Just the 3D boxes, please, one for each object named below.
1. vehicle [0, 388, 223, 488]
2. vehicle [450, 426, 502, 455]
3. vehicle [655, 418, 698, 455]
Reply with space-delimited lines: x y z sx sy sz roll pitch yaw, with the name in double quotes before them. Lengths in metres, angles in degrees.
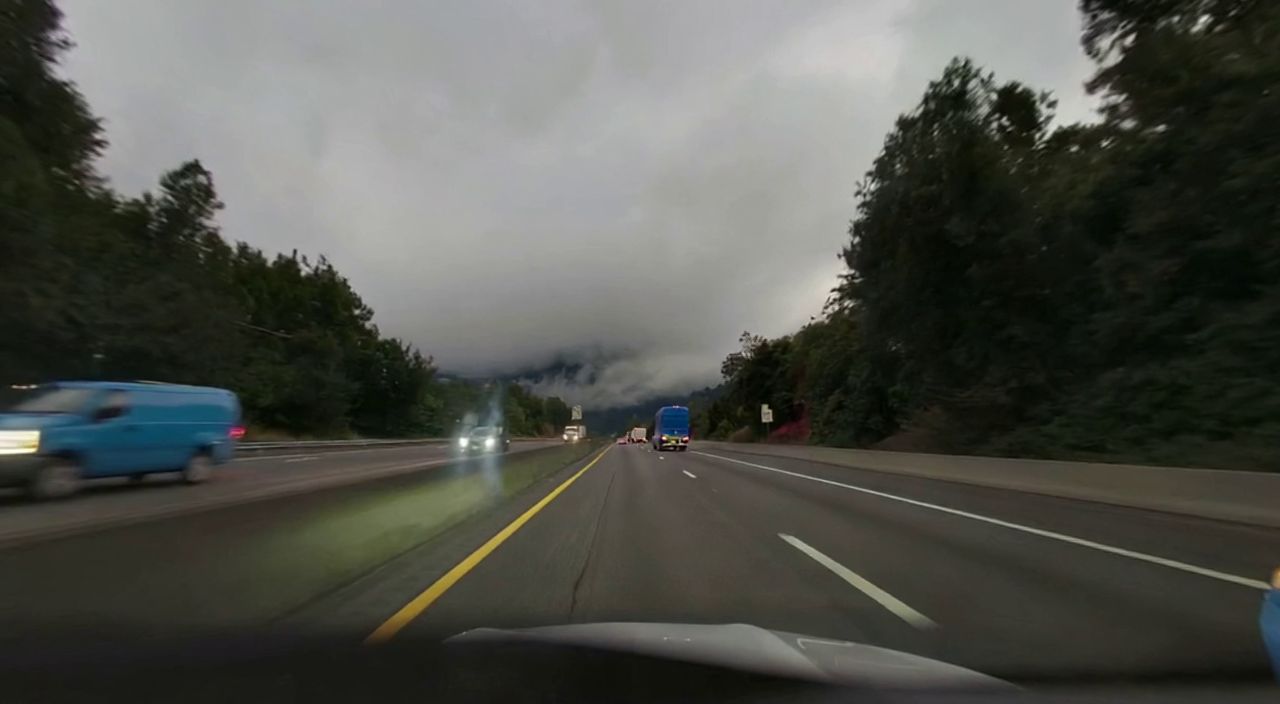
"vehicle" -13.538 2.149 15.782 2.217 2.018 5.924 0 -8 -1
"vehicle" -9.345 5.081 36.148 1.908 1.543 4.174 0 -8 -1
"vehicle" 2.639 6.378 47.646 2.570 2.596 6.082 0 -8 -3
